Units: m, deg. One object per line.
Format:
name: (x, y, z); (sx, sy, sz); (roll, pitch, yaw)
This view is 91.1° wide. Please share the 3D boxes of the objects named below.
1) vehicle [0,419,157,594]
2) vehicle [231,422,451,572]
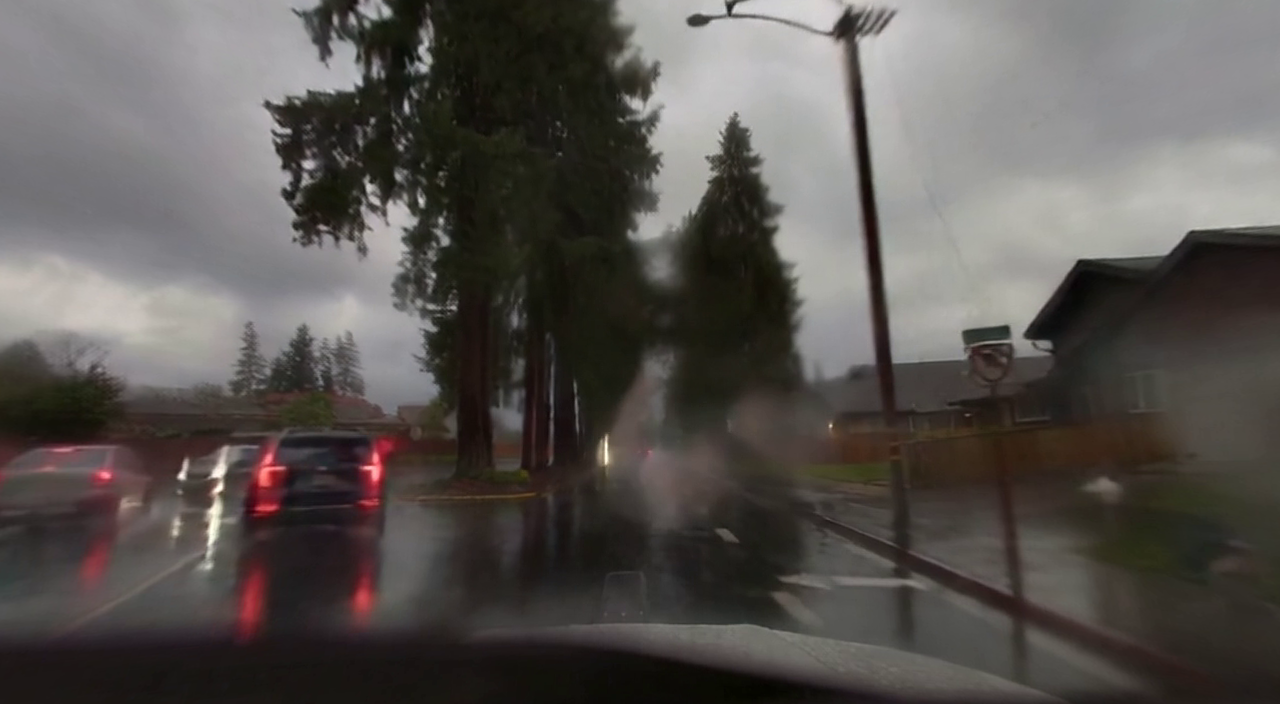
vehicle: (-7.923, 1.780, 7.976); (2.043, 1.675, 4.816); (5, -10, -29)
vehicle: (-4.386, 1.962, 9.406); (2.290, 1.653, 4.127); (4, -9, -25)
